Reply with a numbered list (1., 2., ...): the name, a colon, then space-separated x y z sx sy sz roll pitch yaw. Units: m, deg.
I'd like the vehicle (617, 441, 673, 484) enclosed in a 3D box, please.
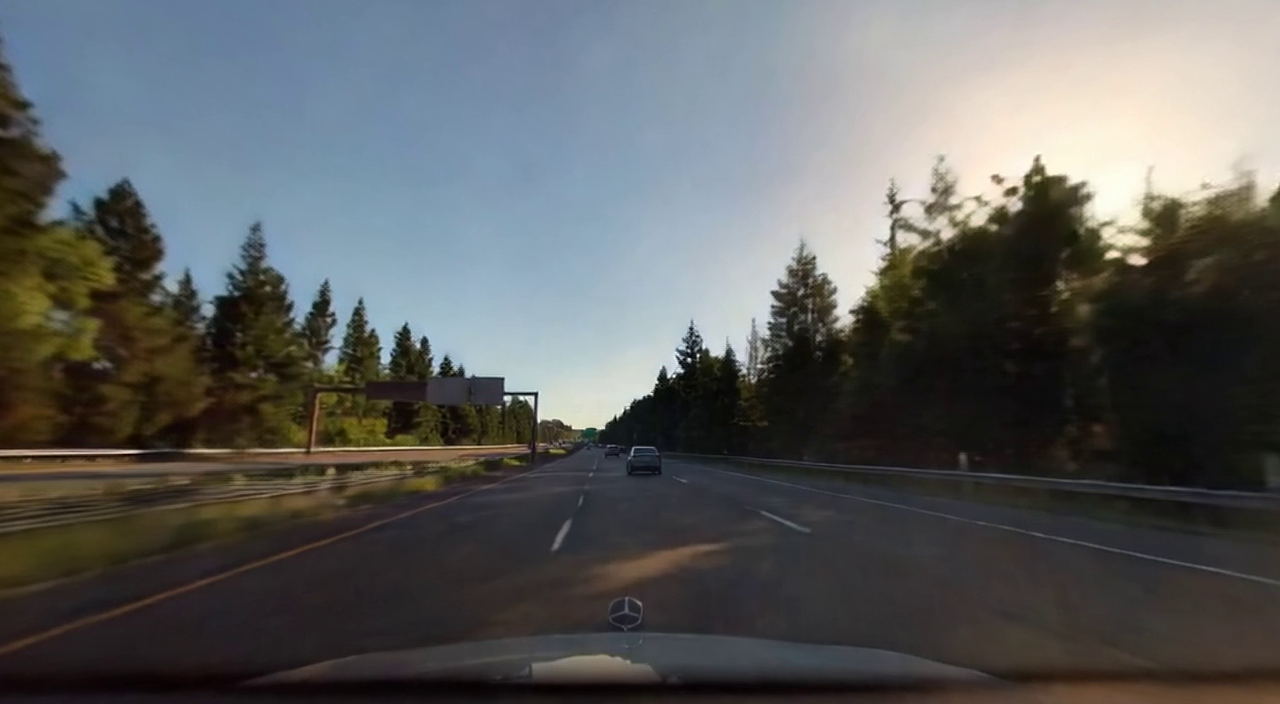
1. vehicle: 0.113 4.421 25.471 2.011 1.590 3.607 1 -9 -4
